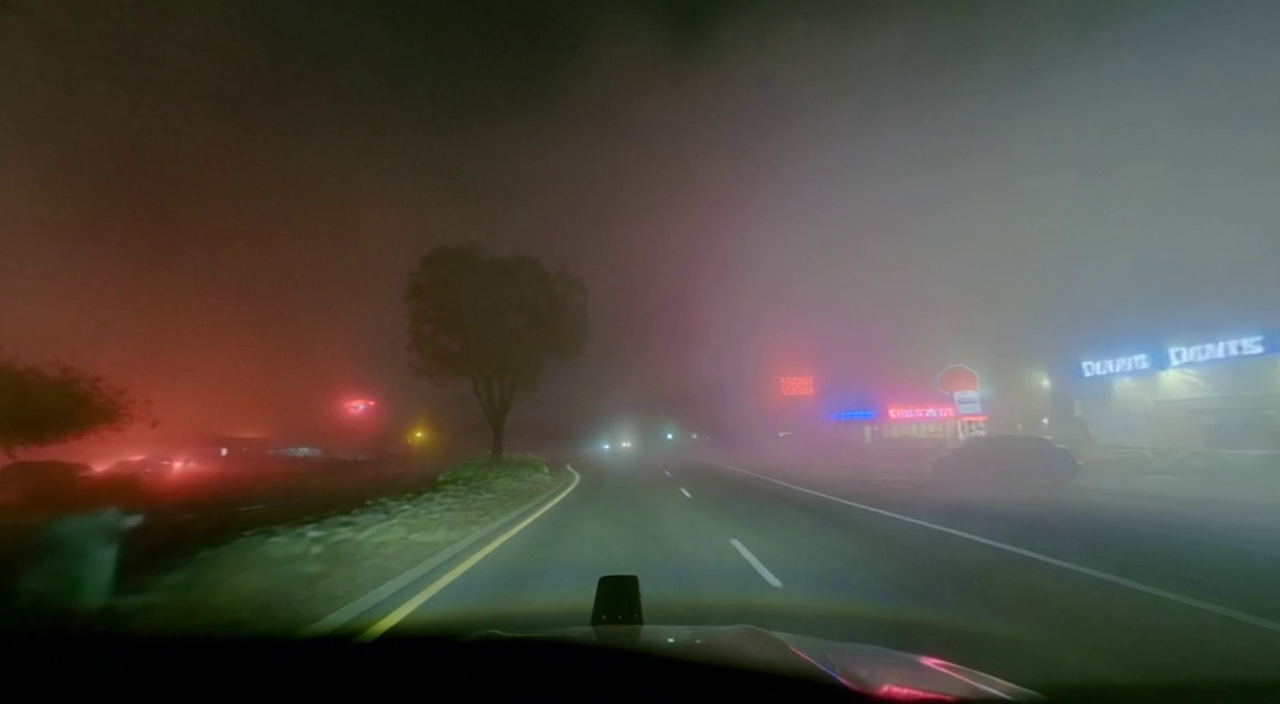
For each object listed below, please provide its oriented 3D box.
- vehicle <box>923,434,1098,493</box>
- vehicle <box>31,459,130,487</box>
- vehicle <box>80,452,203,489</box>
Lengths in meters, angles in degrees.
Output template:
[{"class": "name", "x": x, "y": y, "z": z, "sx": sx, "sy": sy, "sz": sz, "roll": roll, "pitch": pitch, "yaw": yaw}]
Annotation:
[{"class": "vehicle", "x": 10.212, "y": 3.096, "z": 17.968, "sx": 2.034, "sy": 1.437, "sz": 4.728, "roll": 0, "pitch": -8, "yaw": -1}, {"class": "vehicle", "x": -33.457, "y": 7.228, "z": 37.945, "sx": 2.048, "sy": 1.422, "sz": 4.179, "roll": 0, "pitch": -8, "yaw": 1}, {"class": "vehicle", "x": -30.540, "y": 7.225, "z": 39.128, "sx": 2.326, "sy": 1.944, "sz": 6.466, "roll": 1, "pitch": -8, "yaw": 0}]
